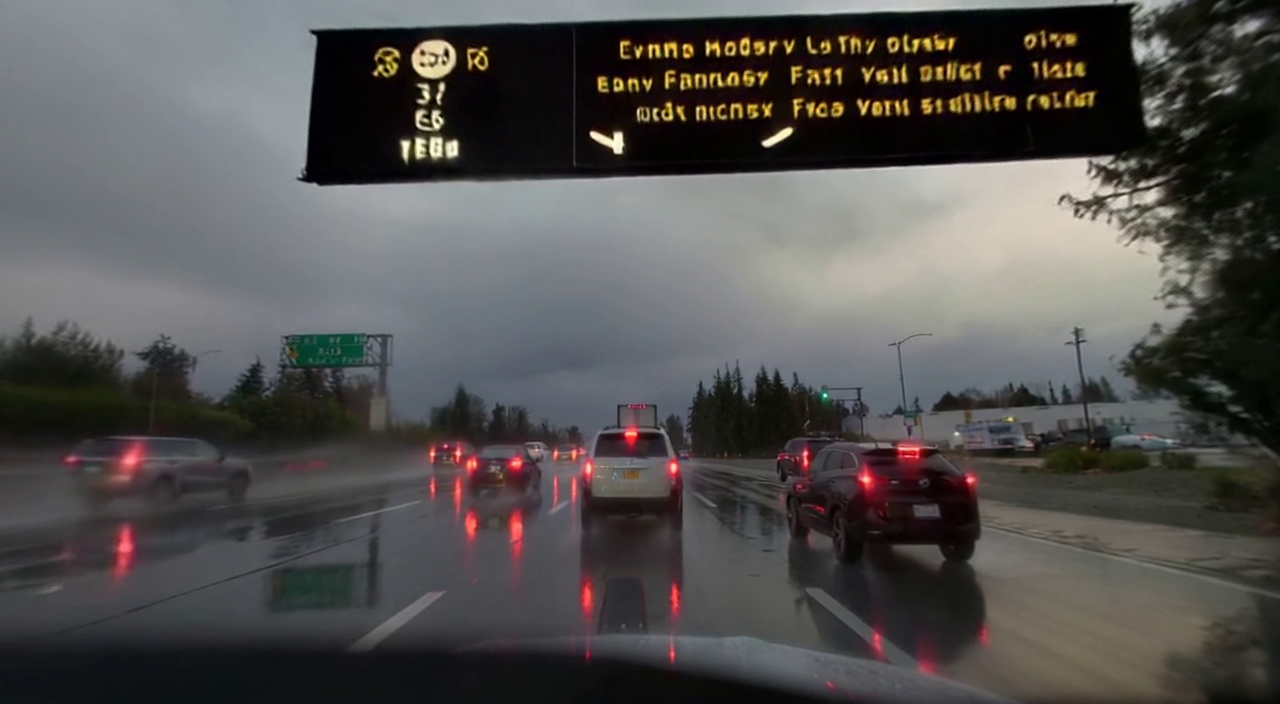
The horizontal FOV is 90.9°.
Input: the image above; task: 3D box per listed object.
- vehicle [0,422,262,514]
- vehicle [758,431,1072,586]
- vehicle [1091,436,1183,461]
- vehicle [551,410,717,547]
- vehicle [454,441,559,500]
[{"bbox_3d":[-11.058,2.543,14.281,2.129,1.720,4.547,0,-9,0],"label":"vehicle"},{"bbox_3d":[3.099,1.854,8.399,2.018,1.470,4.491,0,-9,-2],"label":"vehicle"},{"bbox_3d":[32.551,6.356,41.456,1.805,1.536,4.325,3,-9,-19],"label":"vehicle"},{"bbox_3d":[-0.088,1.953,10.279,2.152,1.779,3.924,0,-9,0],"label":"vehicle"},{"bbox_3d":[-3.618,3.278,17.863,2.005,1.458,4.143,0,-9,1],"label":"vehicle"}]
